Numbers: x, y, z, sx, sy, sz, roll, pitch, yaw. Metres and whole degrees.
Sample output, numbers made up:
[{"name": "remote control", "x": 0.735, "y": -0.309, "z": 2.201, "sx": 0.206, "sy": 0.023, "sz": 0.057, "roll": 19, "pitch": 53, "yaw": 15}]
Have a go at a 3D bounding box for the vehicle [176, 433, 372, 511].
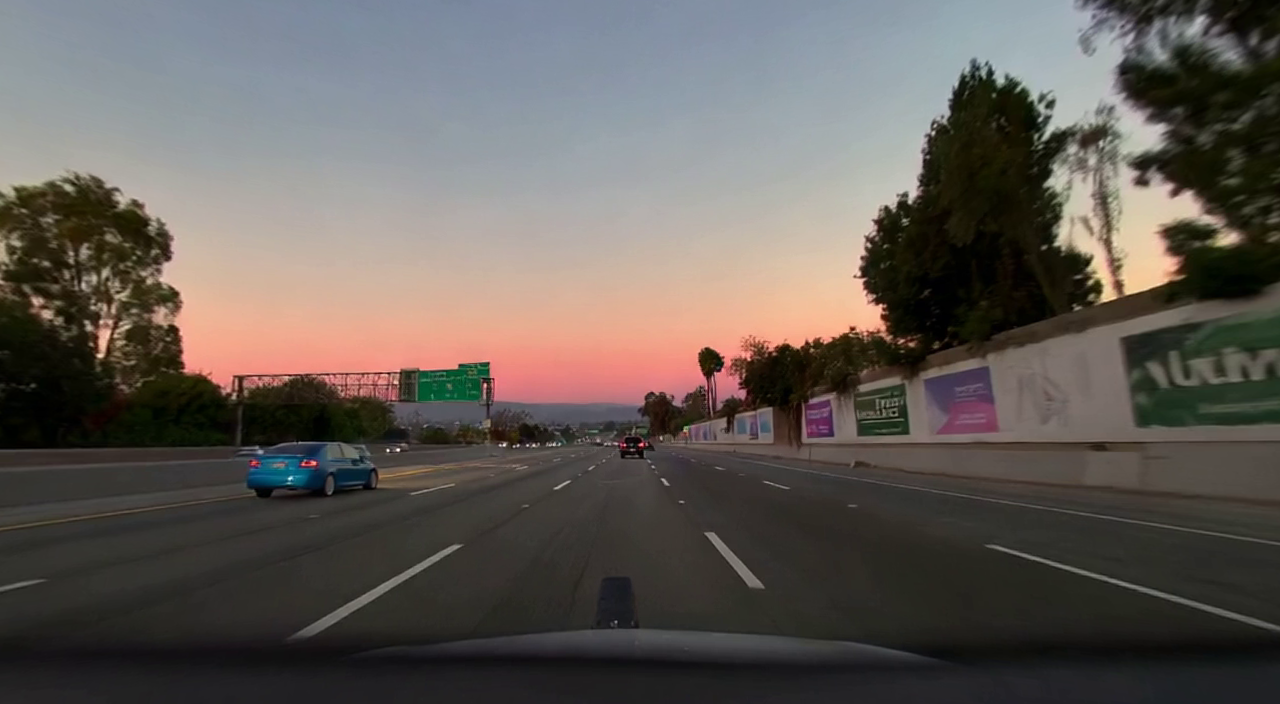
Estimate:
[{"name": "vehicle", "x": -8.283, "y": 2.742, "z": 14.918, "sx": 1.971, "sy": 1.552, "sz": 4.465, "roll": 0, "pitch": -9, "yaw": 0}]
